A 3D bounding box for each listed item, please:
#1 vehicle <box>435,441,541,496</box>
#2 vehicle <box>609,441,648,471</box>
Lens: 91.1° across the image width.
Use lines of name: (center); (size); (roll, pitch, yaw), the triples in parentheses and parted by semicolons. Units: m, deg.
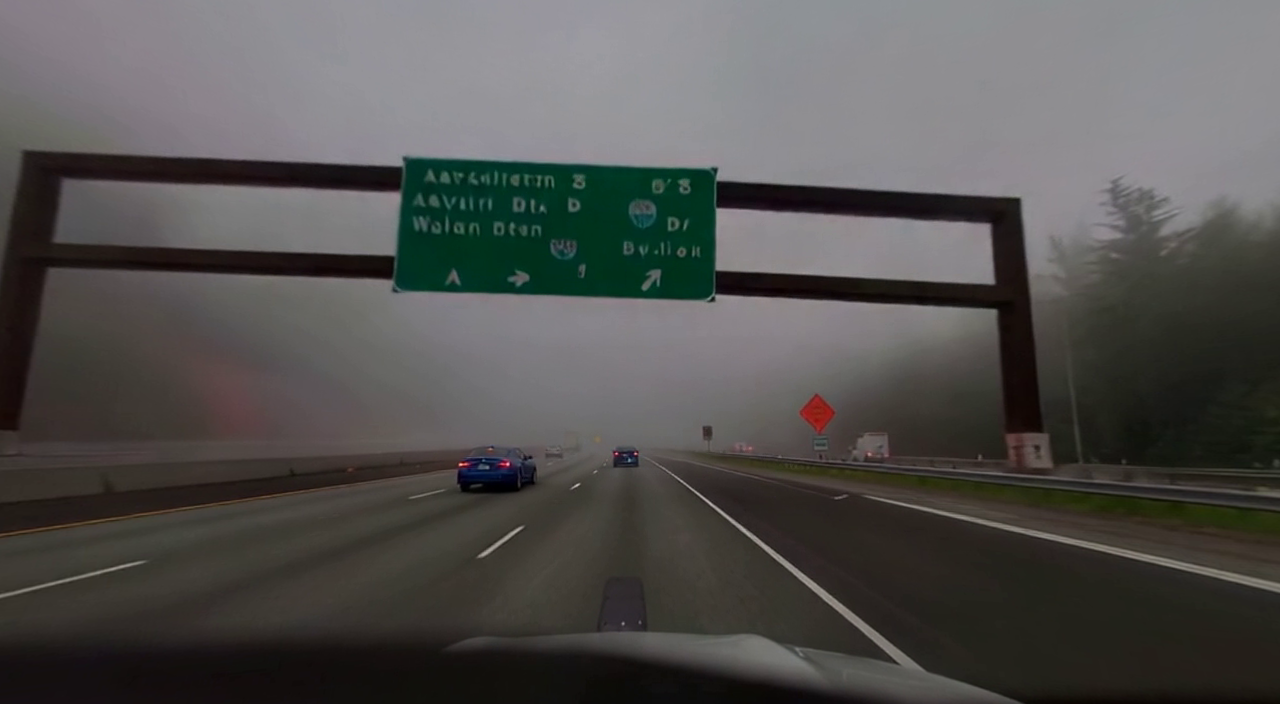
vehicle: (-4.286, 3.334, 18.449); (2.001, 1.415, 4.360); (0, -8, 0)
vehicle: (-0.630, 5.647, 34.354); (1.963, 1.462, 4.681); (0, -8, -1)
